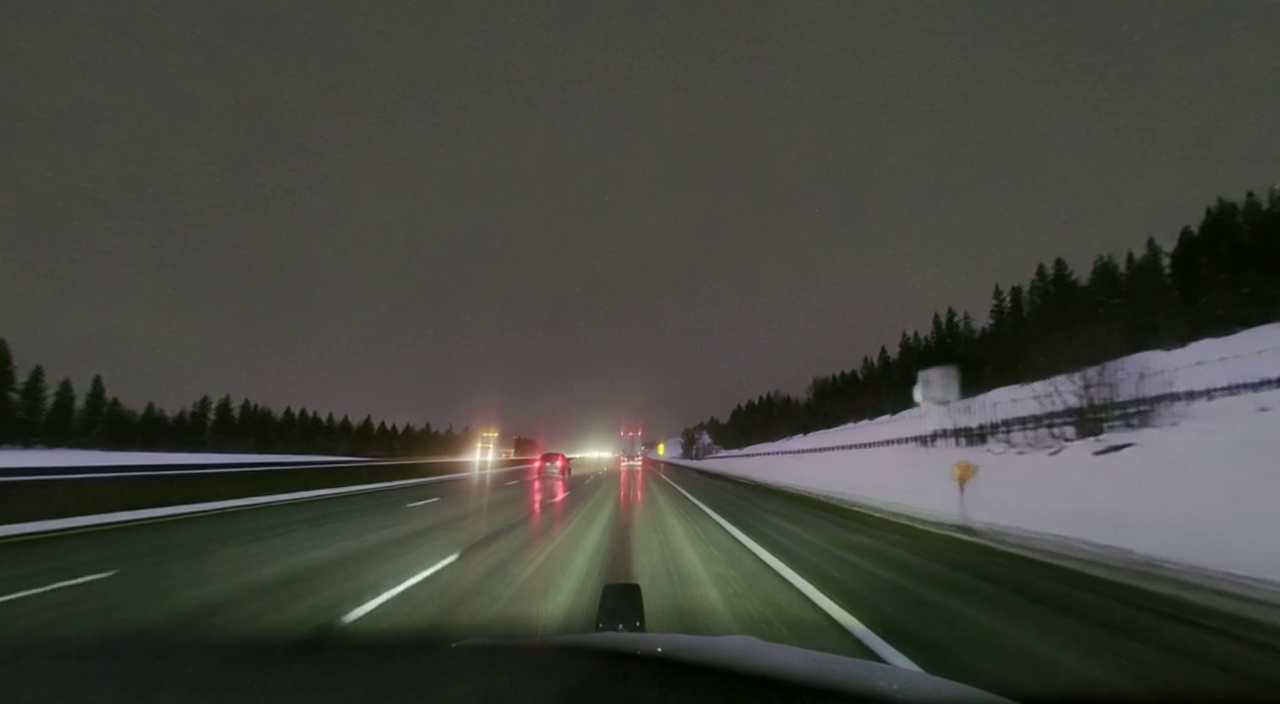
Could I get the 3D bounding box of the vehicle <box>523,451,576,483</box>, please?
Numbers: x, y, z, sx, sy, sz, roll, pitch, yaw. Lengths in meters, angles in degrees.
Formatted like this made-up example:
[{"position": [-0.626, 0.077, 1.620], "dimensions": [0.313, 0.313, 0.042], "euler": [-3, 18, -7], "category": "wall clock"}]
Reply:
[{"position": [-4.679, 6.031, 33.446], "dimensions": [2.108, 1.573, 5.000], "euler": [0, -9, 0], "category": "vehicle"}]
